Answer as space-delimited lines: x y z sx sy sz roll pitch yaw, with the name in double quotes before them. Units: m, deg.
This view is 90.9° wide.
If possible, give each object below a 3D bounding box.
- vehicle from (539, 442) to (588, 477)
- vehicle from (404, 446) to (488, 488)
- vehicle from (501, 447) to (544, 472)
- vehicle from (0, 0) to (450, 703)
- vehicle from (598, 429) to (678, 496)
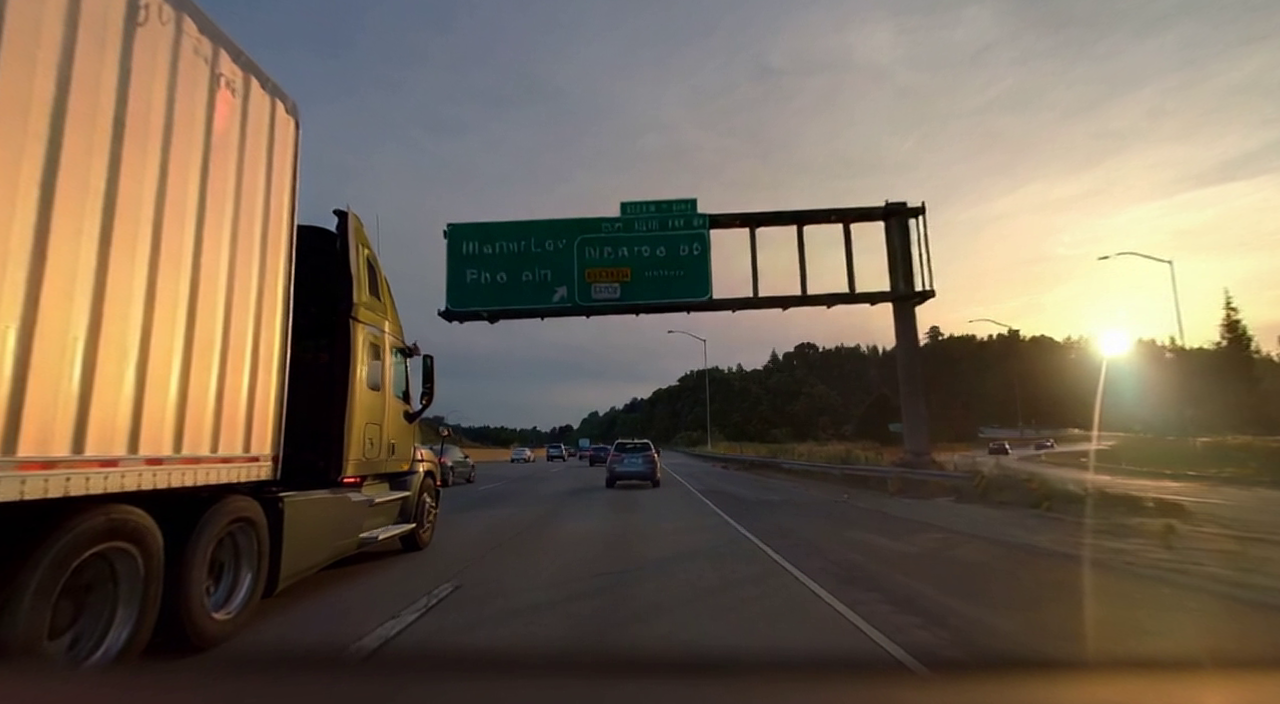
"vehicle" -3.765 5.395 31.861 1.952 1.649 4.131 0 -9 0
"vehicle" -7.416 4.394 24.524 1.864 1.458 4.295 0 -9 0
"vehicle" -7.399 6.753 39.967 1.869 1.466 4.217 0 -9 1
"vehicle" -3.790 -0.180 3.048 2.990 3.885 8.540 0 -9 0
"vehicle" -0.014 3.289 19.016 2.152 1.779 3.924 0 -9 1
